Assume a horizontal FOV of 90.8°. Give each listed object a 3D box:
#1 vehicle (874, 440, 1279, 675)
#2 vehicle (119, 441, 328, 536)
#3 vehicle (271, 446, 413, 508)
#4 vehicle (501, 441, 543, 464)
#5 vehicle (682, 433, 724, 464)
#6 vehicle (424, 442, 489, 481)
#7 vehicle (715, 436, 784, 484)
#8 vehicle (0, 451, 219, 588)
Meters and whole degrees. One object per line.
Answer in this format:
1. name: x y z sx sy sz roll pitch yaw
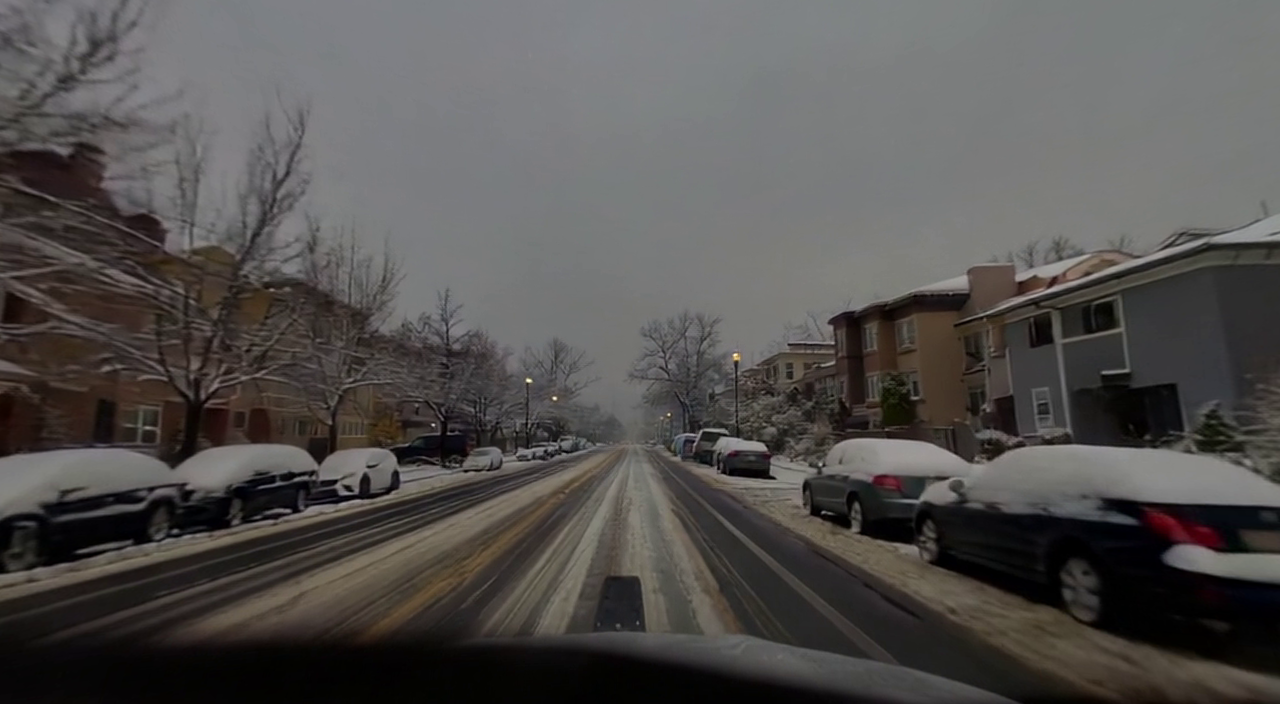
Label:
1. vehicle: 4.101 1.639 6.264 1.748 1.471 4.305 0 -9 -2
2. vehicle: -8.237 2.696 13.022 1.763 1.614 3.940 0 -9 -3
3. vehicle: -8.201 3.432 17.941 1.875 1.498 4.395 -1 -9 0
4. vehicle: -8.294 7.069 44.670 1.981 1.505 4.359 -1 -9 2
5. vehicle: 4.181 6.544 42.782 2.133 1.944 5.390 0 -9 -1
6. vehicle: -8.200 4.888 28.514 1.883 1.565 3.655 -2 -8 -1
7. vehicle: 4.221 4.221 25.011 1.889 1.703 4.253 0 -9 -1
8. vehicle: -8.053 2.136 8.716 1.852 1.482 3.916 -1 -9 -2
